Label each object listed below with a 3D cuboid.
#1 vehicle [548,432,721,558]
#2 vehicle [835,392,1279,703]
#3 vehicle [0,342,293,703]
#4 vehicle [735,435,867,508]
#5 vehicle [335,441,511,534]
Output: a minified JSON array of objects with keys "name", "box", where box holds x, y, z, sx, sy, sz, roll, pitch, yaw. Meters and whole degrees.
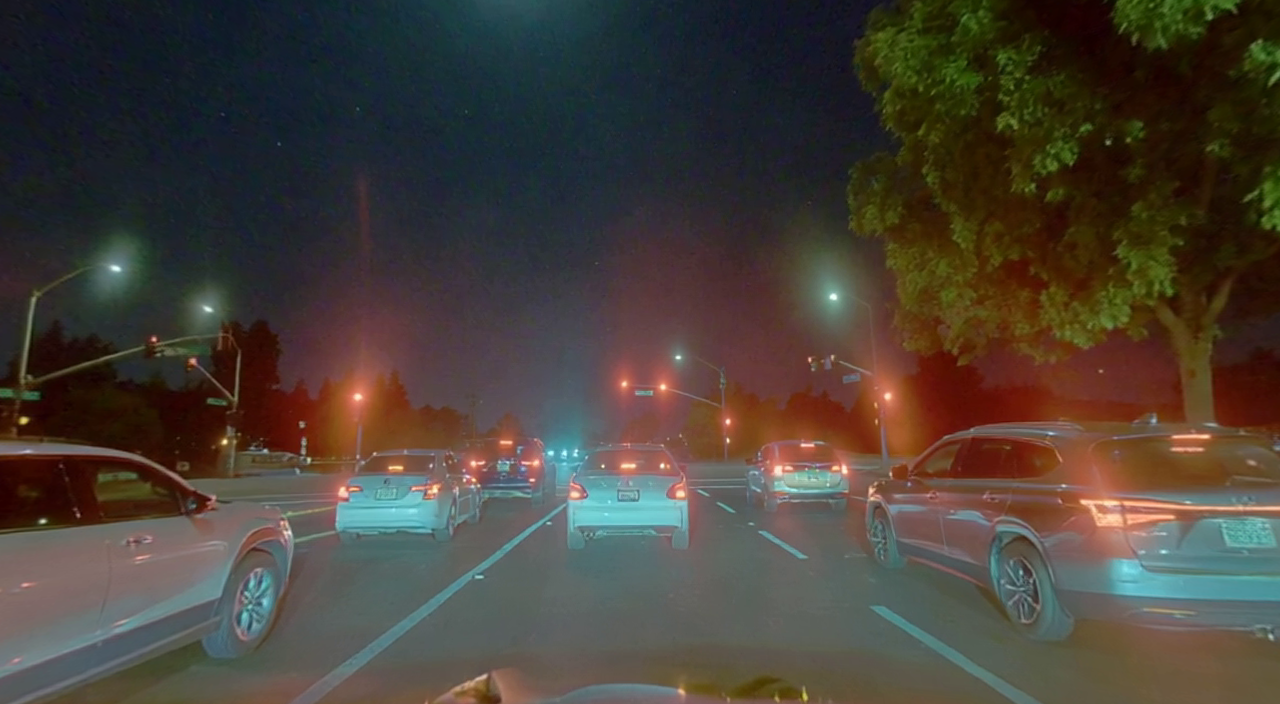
[{"name":"vehicle","box":[-0.082,2.005,9.591,2.061,1.470,3.970,0,-8,0]},{"name":"vehicle","box":[3.381,1.311,5.420,1.933,1.564,4.600,0,-8,0]},{"name":"vehicle","box":[-3.671,0.844,2.546,2.047,1.764,4.369,0,-8,0]},{"name":"vehicle","box":[3.646,2.780,15.247,1.922,1.472,4.440,0,-8,-1]},{"name":"vehicle","box":[-3.928,2.501,12.342,1.919,1.459,4.371,0,-8,-1]}]
